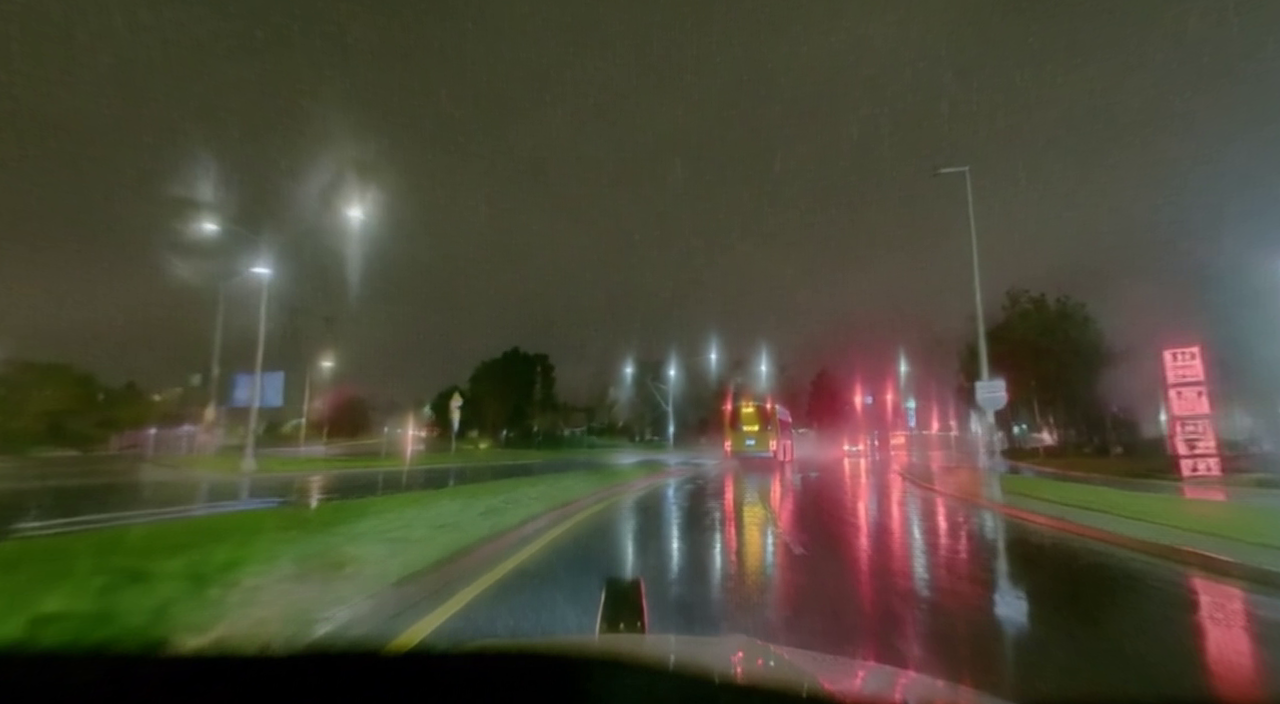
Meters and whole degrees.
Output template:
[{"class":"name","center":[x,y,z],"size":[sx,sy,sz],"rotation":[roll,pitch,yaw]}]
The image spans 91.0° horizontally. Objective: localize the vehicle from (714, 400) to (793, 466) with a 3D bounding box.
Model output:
[{"class":"vehicle","center":[7.232,5.056,38.532],"size":[3.031,3.429,11.005],"rotation":[-3,-9,18]}]
